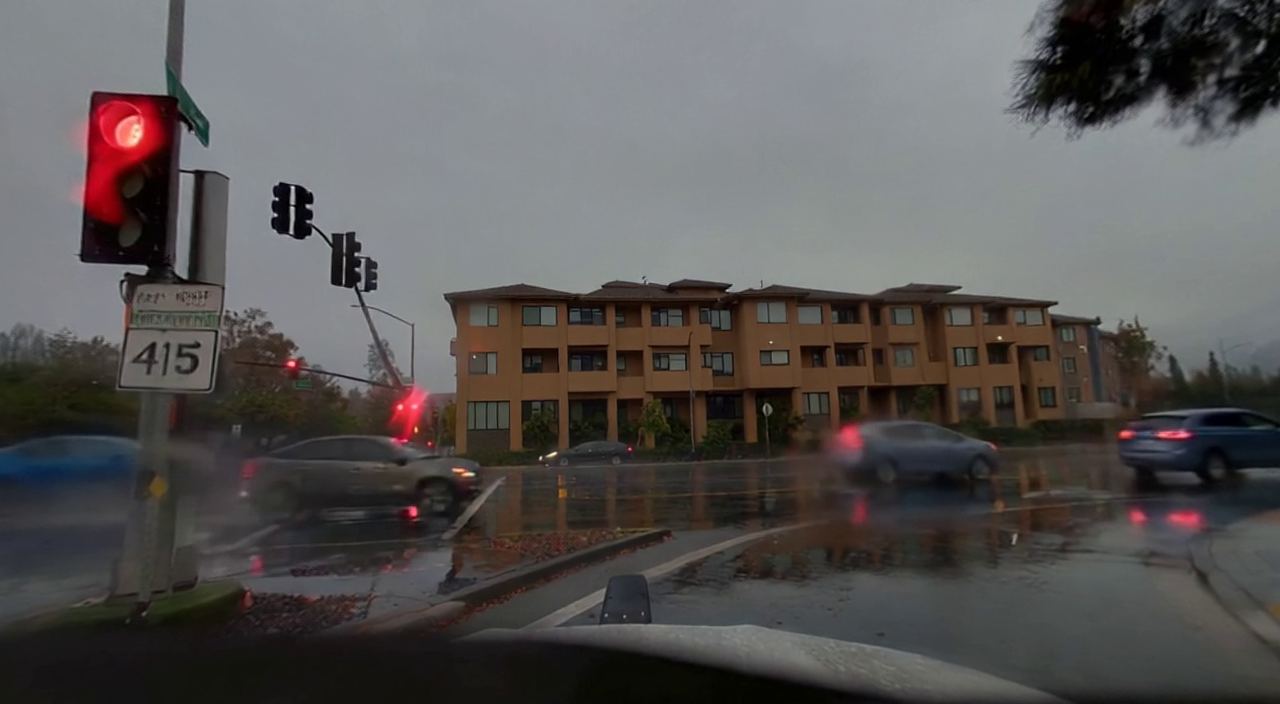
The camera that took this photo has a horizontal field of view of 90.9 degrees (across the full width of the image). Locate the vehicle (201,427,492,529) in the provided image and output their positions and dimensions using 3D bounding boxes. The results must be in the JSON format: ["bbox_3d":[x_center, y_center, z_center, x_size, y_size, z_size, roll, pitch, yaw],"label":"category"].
[{"bbox_3d":[-5.224,2.286,11.938,4.581,1.650,1.958,2,-9,-16],"label":"vehicle"}]

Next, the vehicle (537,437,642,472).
[{"bbox_3d":[-2.214,4.462,27.648,4.289,1.415,1.774,2,-9,-17],"label":"vehicle"}]

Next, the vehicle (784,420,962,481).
[{"bbox_3d":[7.037,2.969,19.192,4.719,1.671,1.985,2,-9,-16],"label":"vehicle"}]

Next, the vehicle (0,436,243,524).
[{"bbox_3d":[-11.541,2.660,13.478,4.711,1.688,1.915,2,-9,-16],"label":"vehicle"}]

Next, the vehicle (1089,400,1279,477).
[{"bbox_3d":[15.758,2.399,17.463,5.554,1.911,2.225,2,-9,-15],"label":"vehicle"}]
